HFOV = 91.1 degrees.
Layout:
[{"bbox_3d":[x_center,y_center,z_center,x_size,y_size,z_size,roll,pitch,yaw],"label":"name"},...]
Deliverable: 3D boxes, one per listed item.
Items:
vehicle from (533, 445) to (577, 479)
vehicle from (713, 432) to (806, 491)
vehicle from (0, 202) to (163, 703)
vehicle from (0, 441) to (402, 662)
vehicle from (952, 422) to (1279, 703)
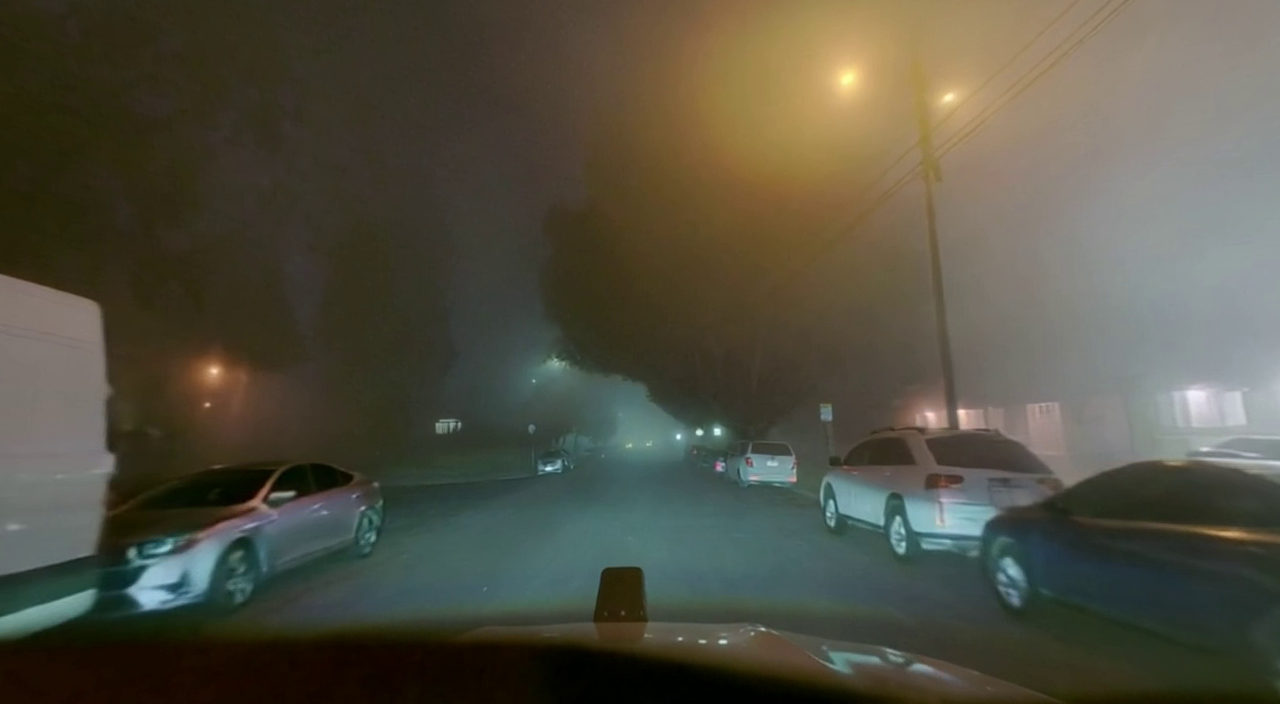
[{"bbox_3d":[-4.433,5.769,33.325,1.870,1.562,4.212,-2,-8,-2],"label":"vehicle"},{"bbox_3d":[4.139,3.897,22.735,2.215,1.897,5.131,0,-9,-1],"label":"vehicle"},{"bbox_3d":[-4.487,0.338,1.036,2.470,2.613,5.989,-4,-9,4],"label":"vehicle"},{"bbox_3d":[-4.468,1.828,6.992,1.934,1.547,4.400,-1,-7,0],"label":"vehicle"},{"bbox_3d":[4.005,1.307,4.014,1.839,1.520,4.498,3,-8,1],"label":"vehicle"}]
